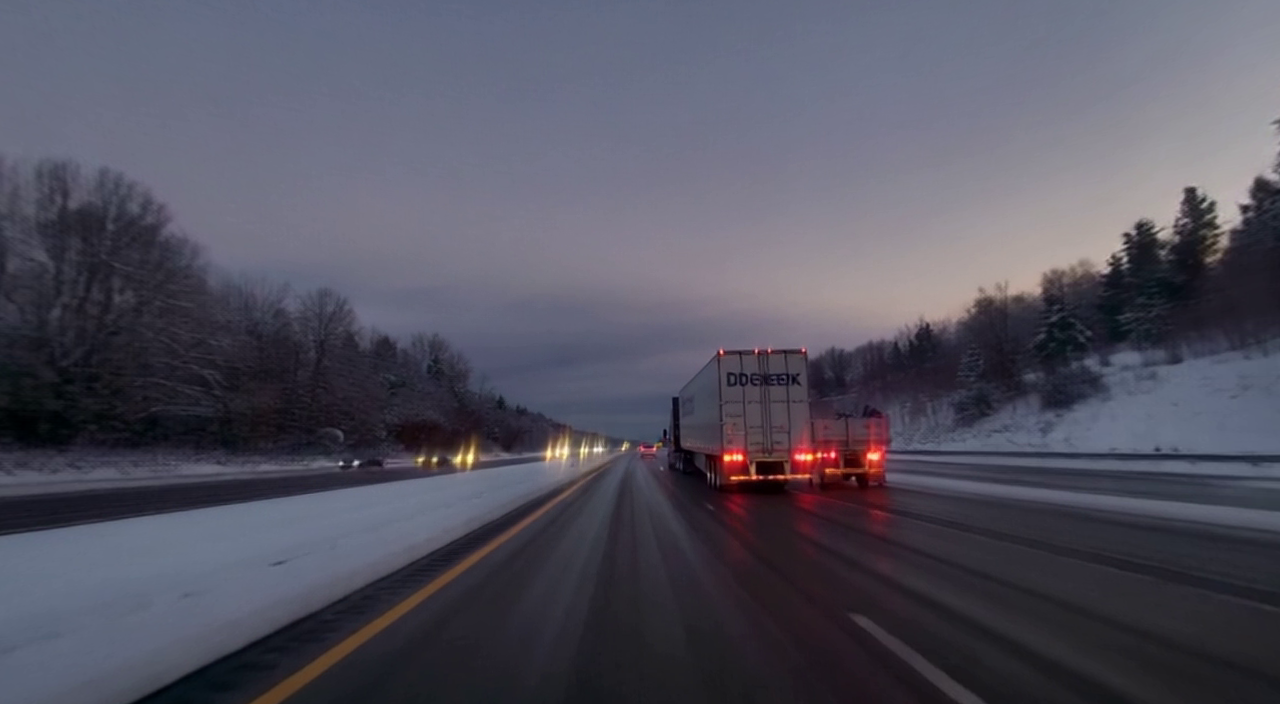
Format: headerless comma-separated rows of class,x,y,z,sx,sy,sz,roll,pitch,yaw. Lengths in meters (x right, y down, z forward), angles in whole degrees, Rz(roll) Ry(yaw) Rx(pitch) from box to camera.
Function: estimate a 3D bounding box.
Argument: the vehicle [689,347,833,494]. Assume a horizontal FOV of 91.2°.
vehicle,3.655,2.581,21.949,3.025,4.010,9.542,0,-9,0
